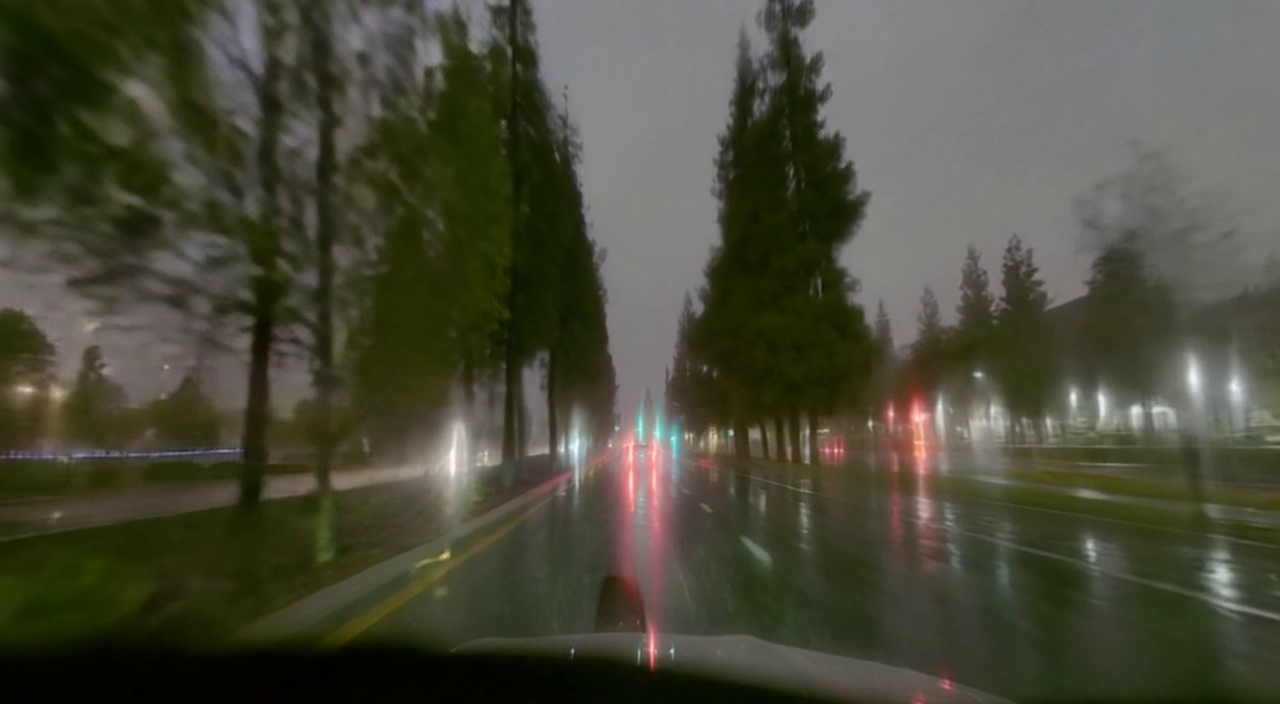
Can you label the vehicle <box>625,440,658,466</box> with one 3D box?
[{"bbox_3d":[0.052,6.623,41.521,2.048,1.584,4.393,0,-9,-1],"label":"vehicle"}]
